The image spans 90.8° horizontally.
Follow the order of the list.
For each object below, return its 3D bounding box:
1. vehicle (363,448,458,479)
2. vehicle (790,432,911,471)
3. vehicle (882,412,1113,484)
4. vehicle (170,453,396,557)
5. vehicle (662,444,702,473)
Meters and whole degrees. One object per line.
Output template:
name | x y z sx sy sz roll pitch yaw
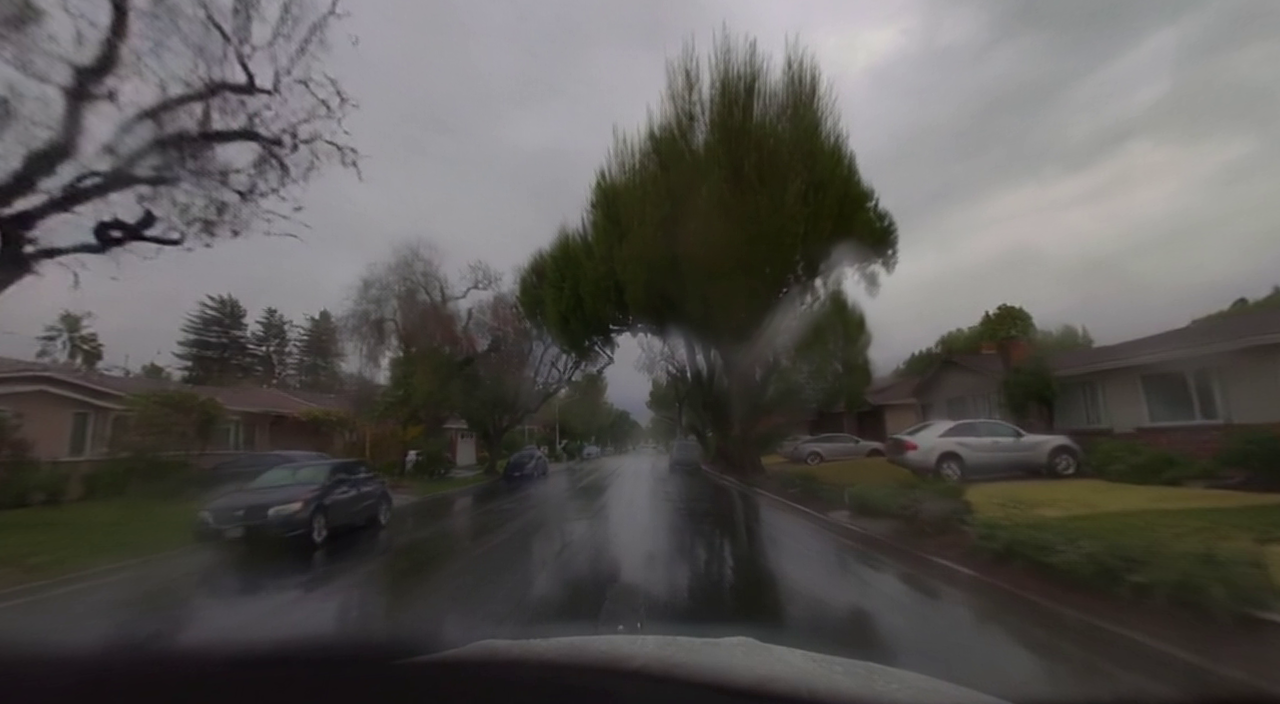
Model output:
vehicle | -11.680 5.687 32.345 4.118 1.492 1.902 1 -9 -3
vehicle | 8.730 4.166 26.477 4.331 1.570 2.009 0 -9 -1
vehicle | 8.770 2.397 15.797 4.599 1.652 1.903 0 -9 -2
vehicle | -5.987 2.551 11.173 1.878 1.496 3.535 0 -9 0
vehicle | 2.248 5.825 34.828 2.022 1.483 4.565 0 -9 2
